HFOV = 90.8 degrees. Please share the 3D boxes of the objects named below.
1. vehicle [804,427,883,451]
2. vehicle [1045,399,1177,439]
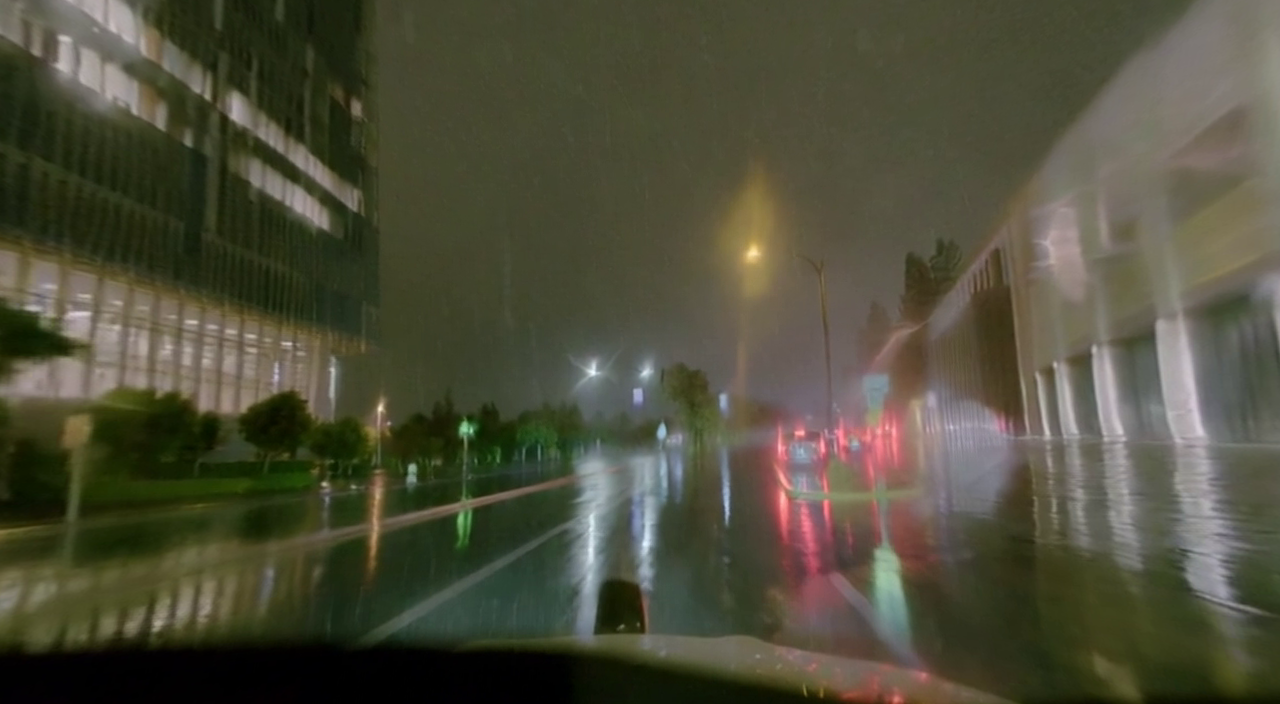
[{"bbox_3d":[12.146,5.195,37.777,4.218,1.385,1.830,3,-8,-21],"label":"vehicle"},{"bbox_3d":[22.620,3.289,30.461,4.871,1.757,2.014,-7,-10,40],"label":"vehicle"}]
